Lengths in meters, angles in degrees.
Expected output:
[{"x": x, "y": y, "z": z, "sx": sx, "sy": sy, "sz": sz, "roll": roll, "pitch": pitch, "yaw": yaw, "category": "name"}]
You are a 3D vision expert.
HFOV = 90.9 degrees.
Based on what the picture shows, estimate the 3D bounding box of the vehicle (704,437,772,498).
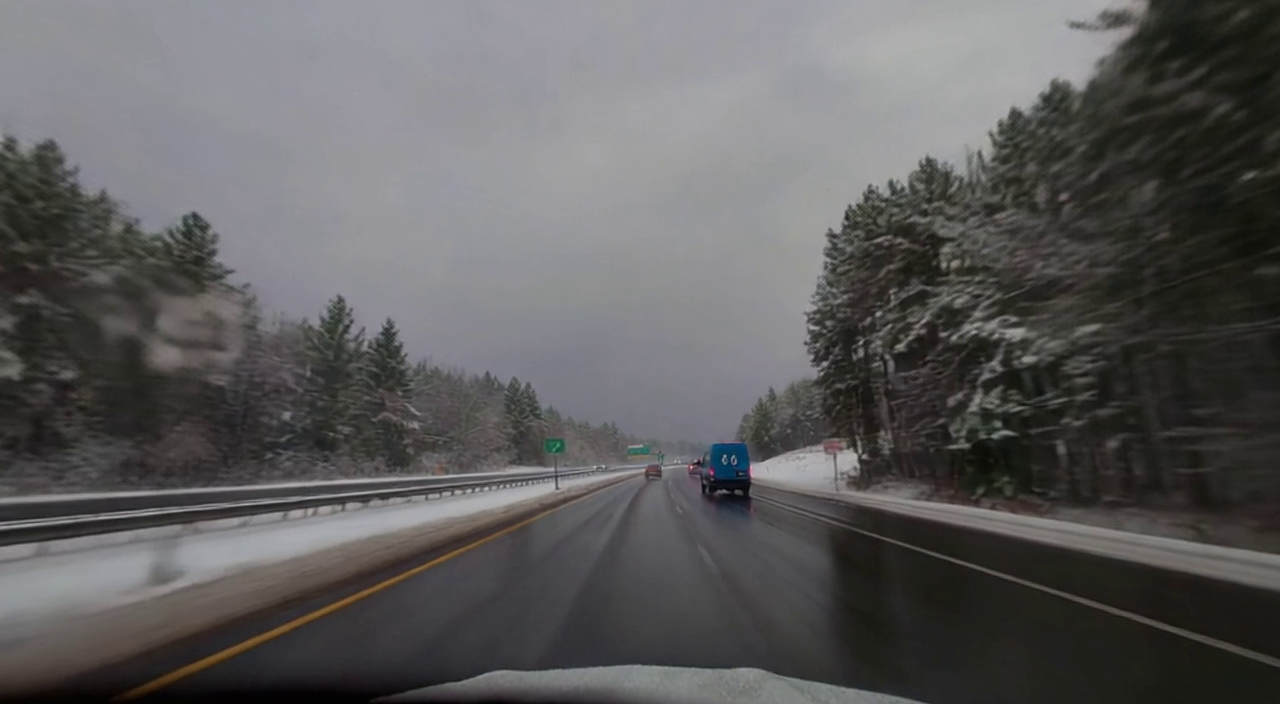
[{"x": 4.554, "y": 5.547, "z": 30.230, "sx": 2.366, "sy": 2.595, "sz": 5.793, "roll": 1, "pitch": -11, "yaw": 1, "category": "vehicle"}]
